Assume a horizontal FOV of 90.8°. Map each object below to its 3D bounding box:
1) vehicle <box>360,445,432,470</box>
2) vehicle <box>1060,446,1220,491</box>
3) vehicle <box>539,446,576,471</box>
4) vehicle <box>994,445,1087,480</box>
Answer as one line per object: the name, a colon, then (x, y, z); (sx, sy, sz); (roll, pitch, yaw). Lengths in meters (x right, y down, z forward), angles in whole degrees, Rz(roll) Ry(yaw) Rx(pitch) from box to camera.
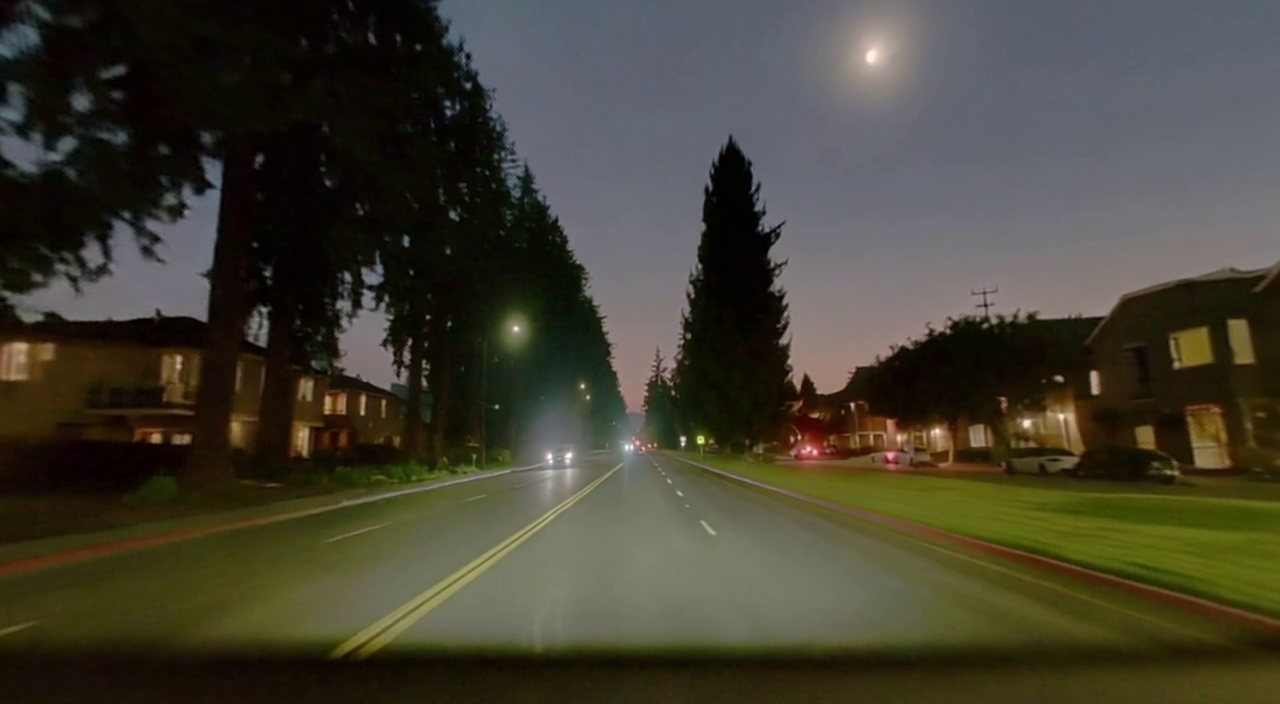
vehicle: (-16.529, 7.123, 42.877); (4.045, 1.622, 1.983); (-1, -9, 4)
vehicle: (18.205, 4.249, 23.389); (1.813, 1.464, 4.925); (0, -9, -1)
vehicle: (-6.323, 8.191, 48.735); (2.108, 1.793, 4.864); (0, -9, 1)
vehicle: (18.649, 5.138, 29.622); (1.755, 1.521, 3.968); (0, -9, 0)
